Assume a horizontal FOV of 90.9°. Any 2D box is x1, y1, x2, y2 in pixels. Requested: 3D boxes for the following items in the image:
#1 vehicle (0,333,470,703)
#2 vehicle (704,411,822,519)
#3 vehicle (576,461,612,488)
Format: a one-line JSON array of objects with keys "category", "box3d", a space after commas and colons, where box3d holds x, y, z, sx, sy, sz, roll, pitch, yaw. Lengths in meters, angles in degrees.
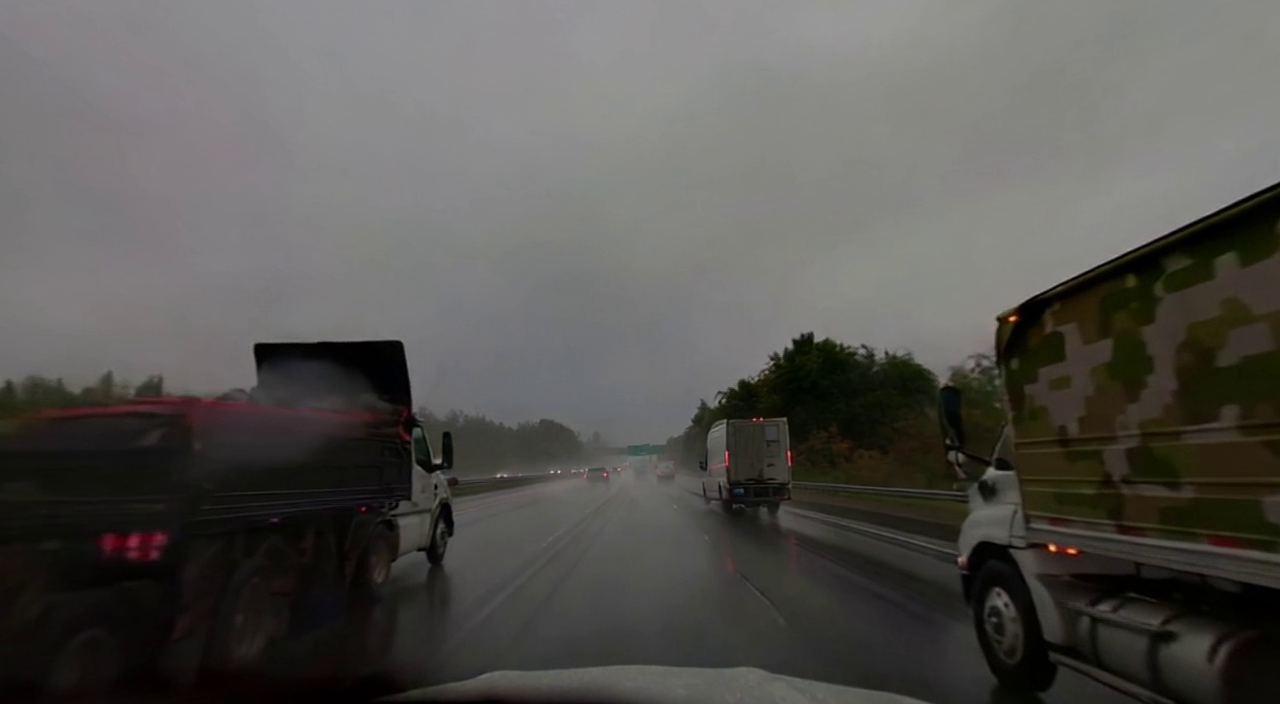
[{"category": "vehicle", "box3d": [-3.400, 1.314, 5.553, 2.378, 1.930, 5.086, 1, -10, 0]}, {"category": "vehicle", "box3d": [3.747, 3.657, 20.469, 2.703, 2.988, 5.097, 1, -10, -1]}, {"category": "vehicle", "box3d": [-3.273, 8.921, 45.941, 2.204, 1.852, 4.661, 1, -10, 1]}]
